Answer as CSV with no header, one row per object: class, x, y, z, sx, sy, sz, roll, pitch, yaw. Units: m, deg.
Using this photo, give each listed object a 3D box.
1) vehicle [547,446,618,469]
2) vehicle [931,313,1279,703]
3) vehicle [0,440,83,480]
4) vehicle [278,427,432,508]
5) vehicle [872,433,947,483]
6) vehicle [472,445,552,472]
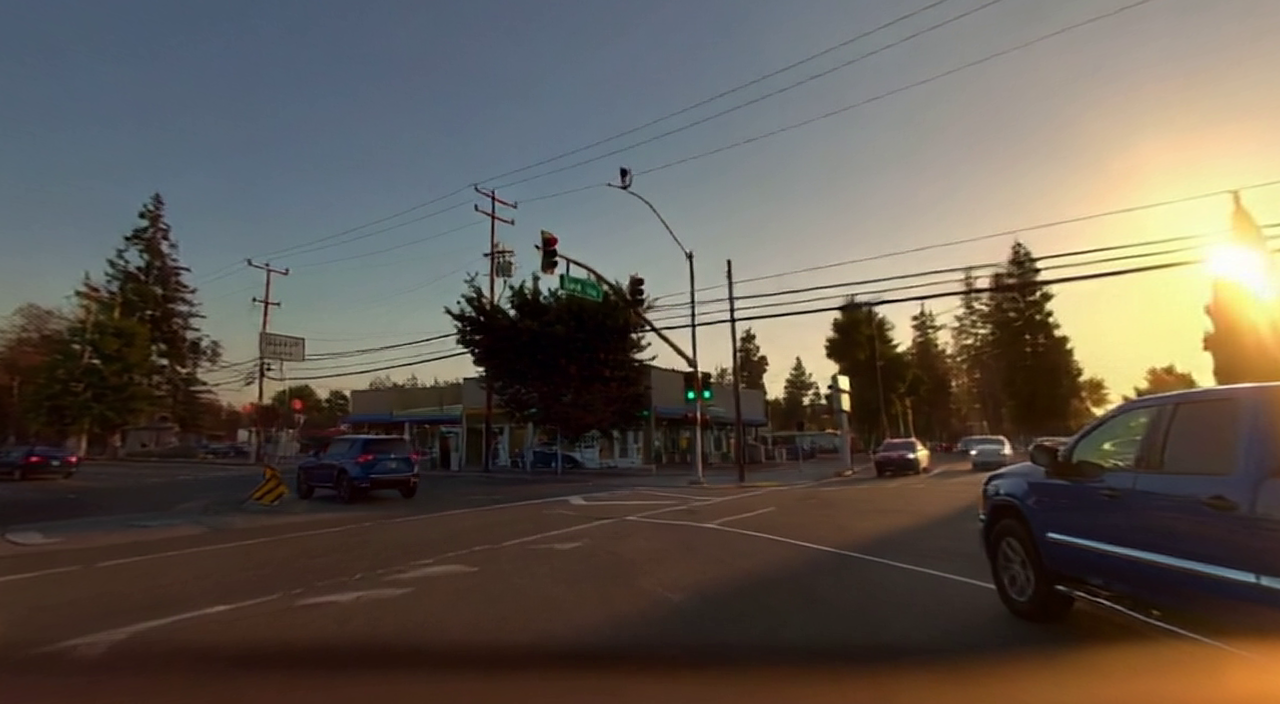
vehicle,-3.870,7.106,42.702,4.495,1.399,1.715,5,-9,-31
vehicle,3.760,0.787,2.991,2.036,1.818,5.192,0,-8,-3
vehicle,-28.377,4.996,29.486,4.498,1.725,1.921,-4,-9,29
vehicle,-7.780,2.983,16.959,2.141,1.842,4.889,7,-11,-43
vehicle,11.805,4.508,27.350,2.303,1.895,5.301,-4,-9,29
vehicle,-7.937,6.603,39.420,1.913,1.480,4.661,-7,-10,42
